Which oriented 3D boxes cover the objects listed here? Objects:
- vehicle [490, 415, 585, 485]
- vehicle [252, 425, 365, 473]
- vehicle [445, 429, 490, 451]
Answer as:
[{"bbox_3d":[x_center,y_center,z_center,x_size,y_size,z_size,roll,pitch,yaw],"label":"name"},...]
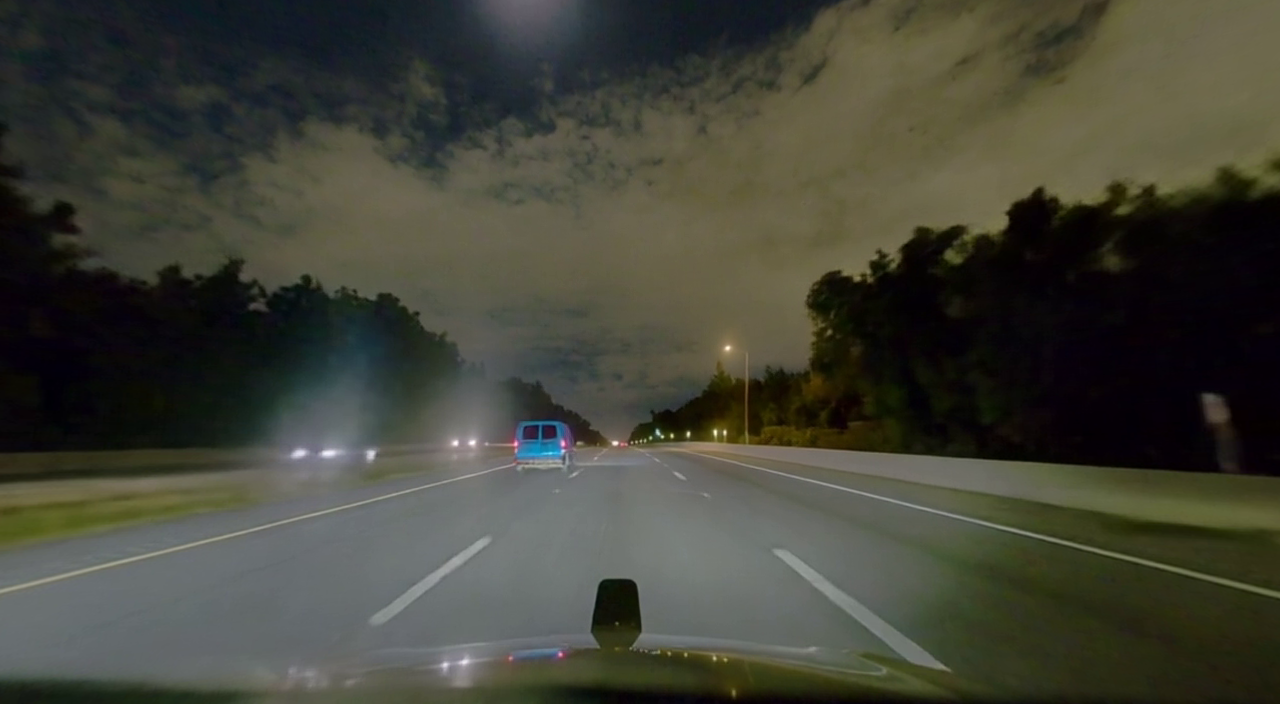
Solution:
[{"bbox_3d":[-3.152,3.132,20.484,2.297,2.011,4.736,0,-8,0],"label":"vehicle"},{"bbox_3d":[-12.590,3.687,24.261,2.113,1.676,4.158,1,-7,-1],"label":"vehicle"},{"bbox_3d":[-13.140,6.700,48.196,2.128,1.573,4.641,0,-7,0],"label":"vehicle"}]
